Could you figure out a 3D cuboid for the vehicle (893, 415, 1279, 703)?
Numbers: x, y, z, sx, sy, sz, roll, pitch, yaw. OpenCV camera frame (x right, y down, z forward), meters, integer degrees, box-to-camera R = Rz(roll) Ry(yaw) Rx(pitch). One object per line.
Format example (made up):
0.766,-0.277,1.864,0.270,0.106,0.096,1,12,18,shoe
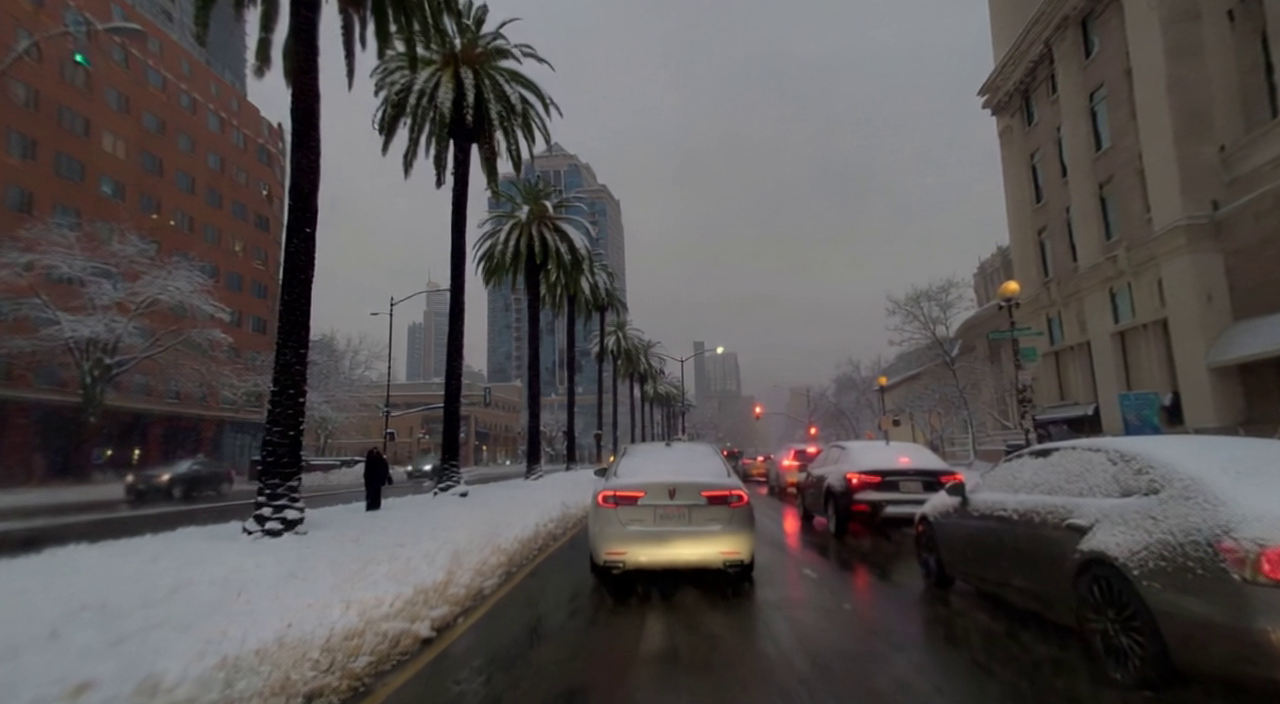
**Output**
3.642,1.303,4.598,1.913,1.469,4.425,-1,-9,2,vehicle

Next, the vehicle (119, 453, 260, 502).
-16.286,4.524,23.121,1.801,1.563,4.015,-2,-9,8,vehicle

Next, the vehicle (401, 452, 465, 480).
-13.437,7.396,41.286,2.078,1.662,4.436,-2,-9,9,vehicle

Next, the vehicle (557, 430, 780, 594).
0.314,1.784,7.821,2.078,1.503,3.681,-1,-9,2,vehicle
